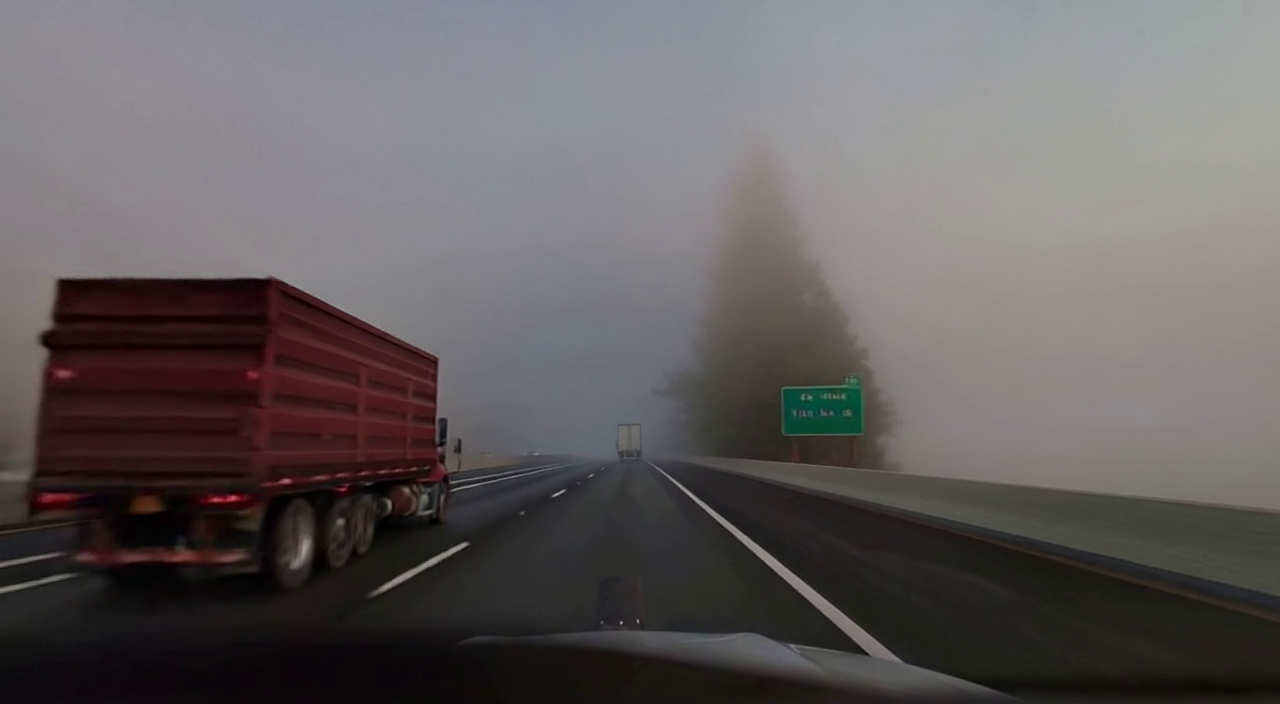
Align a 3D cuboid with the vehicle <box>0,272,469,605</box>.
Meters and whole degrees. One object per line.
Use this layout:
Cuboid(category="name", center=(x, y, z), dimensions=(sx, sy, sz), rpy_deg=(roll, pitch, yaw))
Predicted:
Cuboid(category="vehicle", center=(-4.382, 1.172, 8.498), dimensions=(2.368, 2.813, 6.329), rpy_deg=(0, -9, 0))
